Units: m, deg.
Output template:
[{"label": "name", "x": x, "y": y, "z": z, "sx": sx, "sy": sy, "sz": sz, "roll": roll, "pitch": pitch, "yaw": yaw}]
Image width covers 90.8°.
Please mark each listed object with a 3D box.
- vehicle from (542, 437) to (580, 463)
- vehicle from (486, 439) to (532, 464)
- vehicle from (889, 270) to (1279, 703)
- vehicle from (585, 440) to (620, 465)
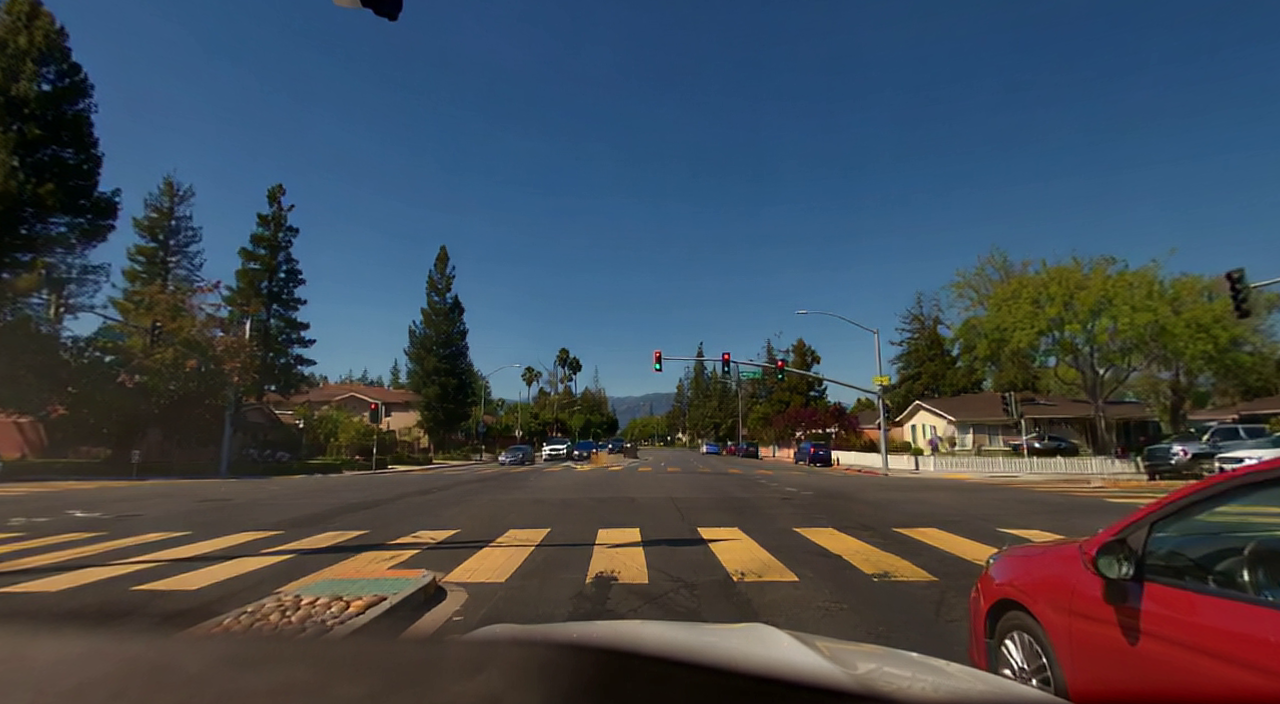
[{"label": "vehicle", "x": -5.522, "y": 6.902, "z": 44.418, "sx": 2.091, "sy": 1.707, "sz": 4.157, "roll": 0, "pitch": -9, "yaw": 0}, {"label": "vehicle", "x": -8.945, "y": 6.854, "z": 43.626, "sx": 2.028, "sy": 1.654, "sz": 5.027, "roll": 0, "pitch": -9, "yaw": 1}, {"label": "vehicle", "x": 2.711, "y": 0.708, "z": 1.721, "sx": 2.085, "sy": 1.800, "sz": 4.908, "roll": 0, "pitch": -9, "yaw": 1}, {"label": "vehicle", "x": -2.384, "y": 6.595, "z": 41.580, "sx": 2.046, "sy": 1.491, "sz": 4.118, "roll": 0, "pitch": -9, "yaw": 0}]
